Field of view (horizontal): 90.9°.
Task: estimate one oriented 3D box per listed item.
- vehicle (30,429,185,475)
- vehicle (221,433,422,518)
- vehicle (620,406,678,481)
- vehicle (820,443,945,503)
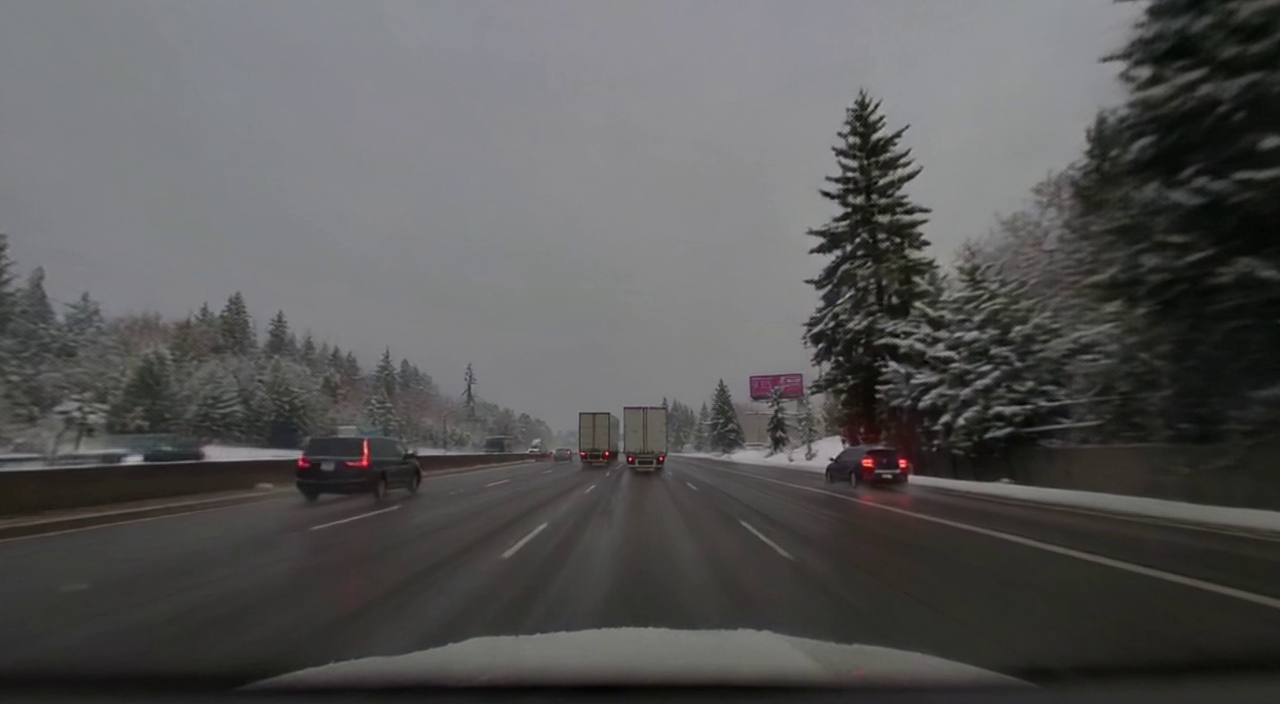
[{"bbox_3d":[-21.953,4.146,26.357,2.287,1.689,4.740,0,-8,1],"label":"vehicle"},{"bbox_3d":[-6.729,2.638,14.084,1.992,1.547,4.673,0,-8,1],"label":"vehicle"},{"bbox_3d":[0.431,5.419,39.115,3.054,3.944,11.230,0,-6,0],"label":"vehicle"},{"bbox_3d":[7.096,3.554,19.025,1.969,1.560,4.394,0,-8,-1],"label":"vehicle"}]
